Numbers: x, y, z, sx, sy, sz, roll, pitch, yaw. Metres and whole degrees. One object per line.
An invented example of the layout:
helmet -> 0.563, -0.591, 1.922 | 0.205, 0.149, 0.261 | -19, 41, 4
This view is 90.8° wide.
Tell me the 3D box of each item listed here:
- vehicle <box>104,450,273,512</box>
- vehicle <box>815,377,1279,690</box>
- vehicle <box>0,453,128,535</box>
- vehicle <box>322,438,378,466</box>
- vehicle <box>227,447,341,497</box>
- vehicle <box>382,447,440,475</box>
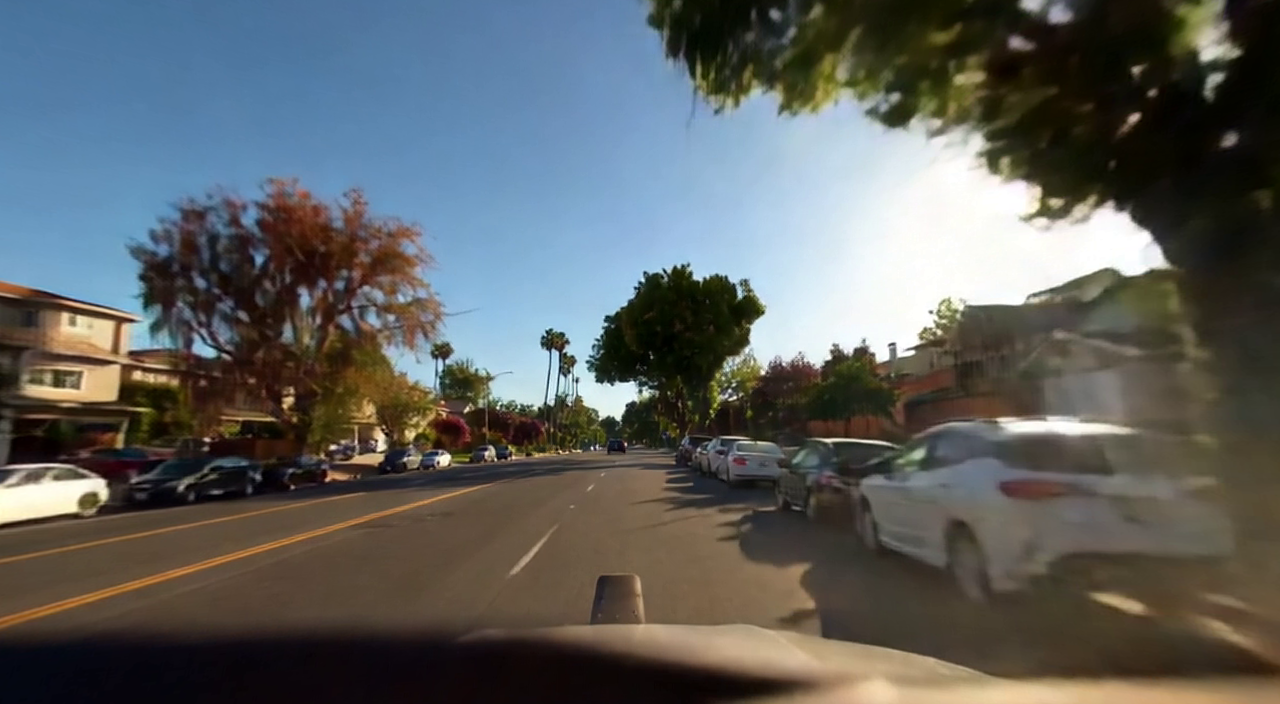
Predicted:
vehicle -> -13.516, 3.836, 19.360 | 1.899, 1.474, 4.529 | -1, -7, -1
vehicle -> 3.591, 1.383, 6.167 | 2.221, 1.718, 5.192 | 0, -9, -1
vehicle -> -13.500, 2.940, 13.194 | 1.921, 1.498, 4.460 | 0, -7, -1
vehicle -> -20.941, 7.243, 45.842 | 1.957, 1.871, 4.515 | 0, -9, 0
vehicle -> -13.657, 4.569, 24.578 | 1.876, 1.610, 4.467 | -1, -7, -1
vehicle -> -13.819, 6.573, 38.406 | 1.970, 1.525, 4.420 | 0, -7, -2
